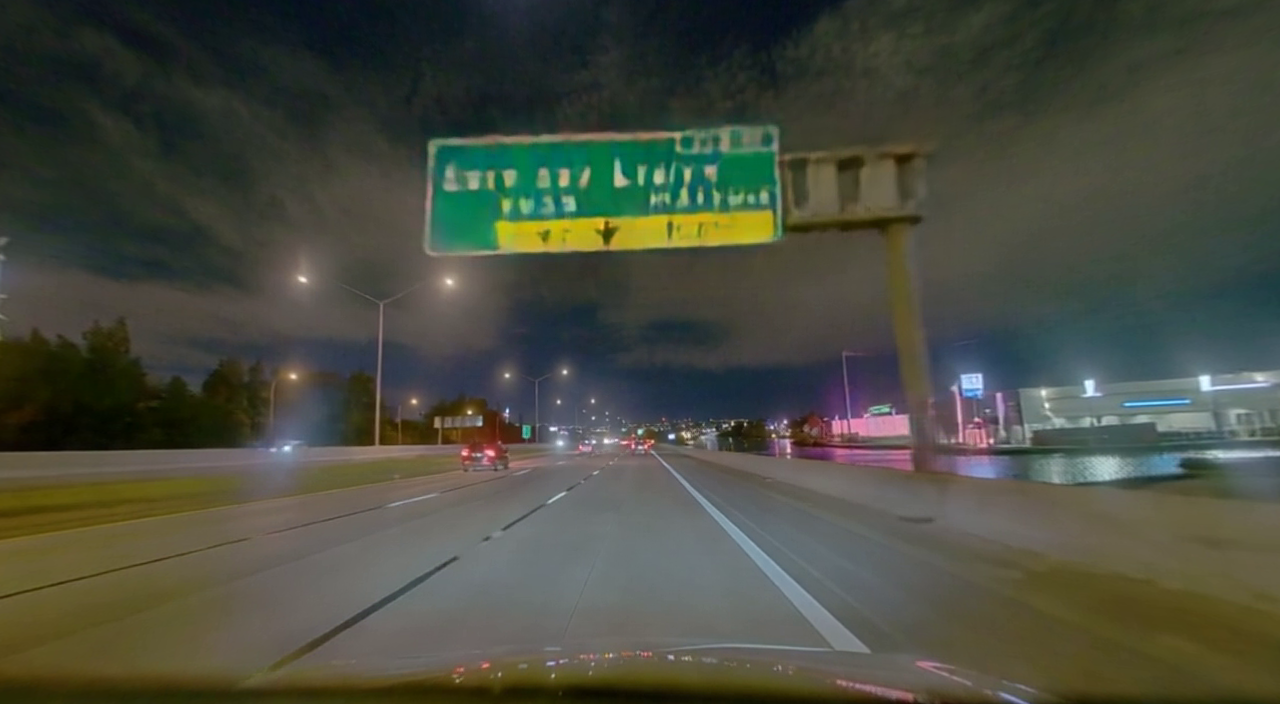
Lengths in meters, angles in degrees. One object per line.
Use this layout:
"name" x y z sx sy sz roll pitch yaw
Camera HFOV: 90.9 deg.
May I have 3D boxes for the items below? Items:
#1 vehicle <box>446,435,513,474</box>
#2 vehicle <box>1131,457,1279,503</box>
"vehicle" -7.205 4.640 28.766 1.946 1.590 4.042 0 -8 1
"vehicle" 20.783 4.594 22.811 4.457 1.502 1.850 0 -8 -1
